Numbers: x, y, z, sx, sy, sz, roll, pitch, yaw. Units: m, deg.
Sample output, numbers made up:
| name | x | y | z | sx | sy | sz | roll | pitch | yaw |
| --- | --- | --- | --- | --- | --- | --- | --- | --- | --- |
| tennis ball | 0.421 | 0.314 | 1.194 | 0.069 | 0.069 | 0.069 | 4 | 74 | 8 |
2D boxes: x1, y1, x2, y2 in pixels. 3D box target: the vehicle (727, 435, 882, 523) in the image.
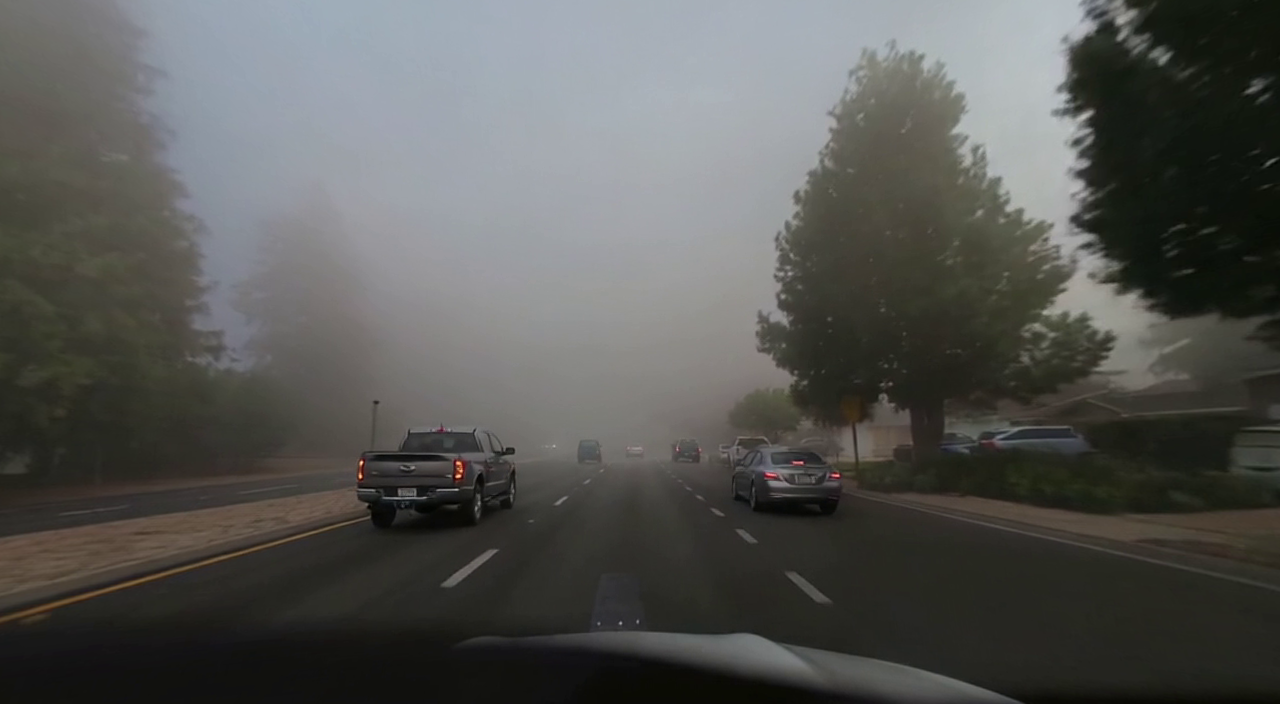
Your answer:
| name | x | y | z | sx | sy | sz | roll | pitch | yaw |
| --- | --- | --- | --- | --- | --- | --- | --- | --- | --- |
| vehicle | 3.080 | 2.452 | 12.823 | 1.884 | 1.463 | 4.195 | 0 | -8 | -2 |

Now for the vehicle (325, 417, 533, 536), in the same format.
| name | x | y | z | sx | sy | sz | roll | pitch | yaw |
| --- | --- | --- | --- | --- | --- | --- | --- | --- | --- |
| vehicle | -3.596 | 2.232 | 12.101 | 2.111 | 1.745 | 5.274 | 0 | -8 | 1 |

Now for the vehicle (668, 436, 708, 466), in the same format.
| name | x | y | z | sx | sy | sz | roll | pitch | yaw |
| --- | --- | --- | --- | --- | --- | --- | --- | --- | --- |
| vehicle | 3.098 | 6.490 | 41.630 | 2.099 | 1.845 | 4.363 | 0 | -8 | -2 |

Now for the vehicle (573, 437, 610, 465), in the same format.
| name | x | y | z | sx | sy | sz | roll | pitch | yaw |
| --- | --- | --- | --- | --- | --- | --- | --- | --- | --- |
| vehicle | -3.354 | 6.879 | 44.197 | 2.218 | 1.829 | 4.492 | 0 | -8 | 0 |

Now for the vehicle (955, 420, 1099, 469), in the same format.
| name | x | y | z | sx | sy | sz | roll | pitch | yaw |
| --- | --- | --- | --- | --- | --- | --- | --- | --- | --- |
| vehicle | 15.071 | 3.636 | 24.785 | 4.320 | 1.792 | 1.989 | 0 | -8 | -1 |
